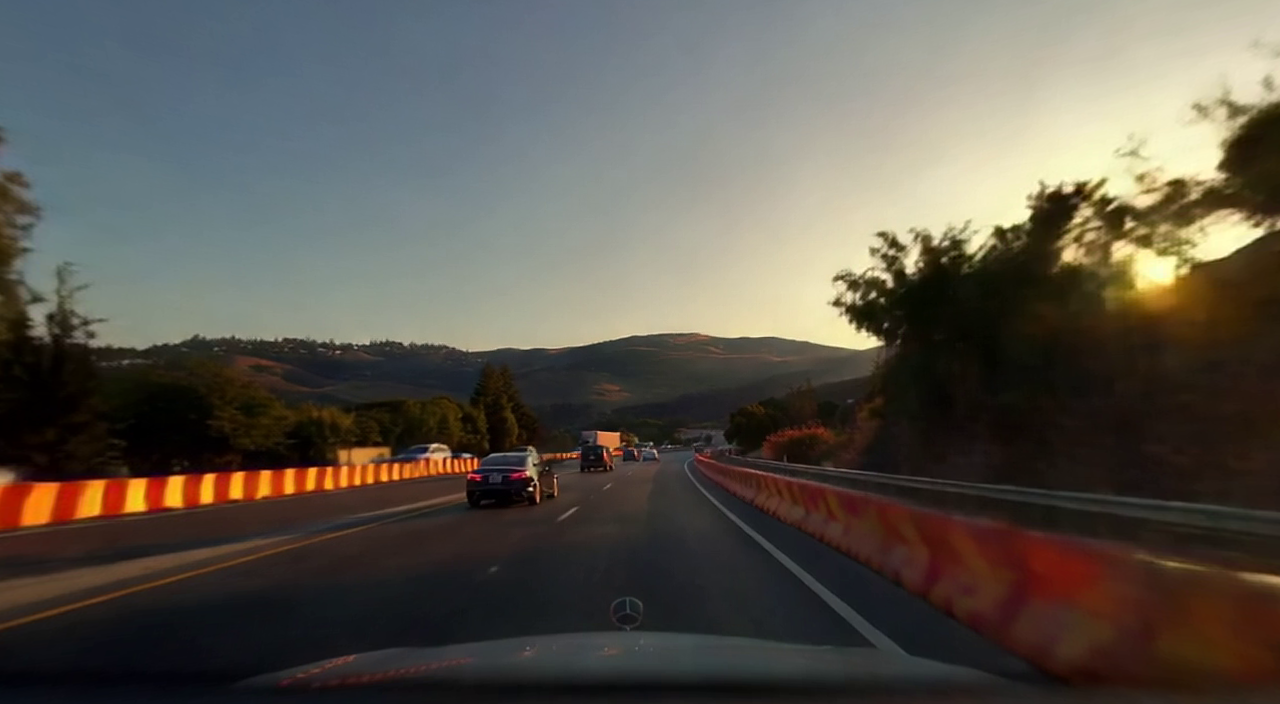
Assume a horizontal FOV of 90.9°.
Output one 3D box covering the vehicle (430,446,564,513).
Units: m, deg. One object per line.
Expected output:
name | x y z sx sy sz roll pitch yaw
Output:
vehicle | -3.115 2.882 14.662 2.061 1.330 3.928 0 -9 2

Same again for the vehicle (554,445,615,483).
vehicle | -2.302 4.794 27.253 2.094 1.480 4.124 -1 -9 3
